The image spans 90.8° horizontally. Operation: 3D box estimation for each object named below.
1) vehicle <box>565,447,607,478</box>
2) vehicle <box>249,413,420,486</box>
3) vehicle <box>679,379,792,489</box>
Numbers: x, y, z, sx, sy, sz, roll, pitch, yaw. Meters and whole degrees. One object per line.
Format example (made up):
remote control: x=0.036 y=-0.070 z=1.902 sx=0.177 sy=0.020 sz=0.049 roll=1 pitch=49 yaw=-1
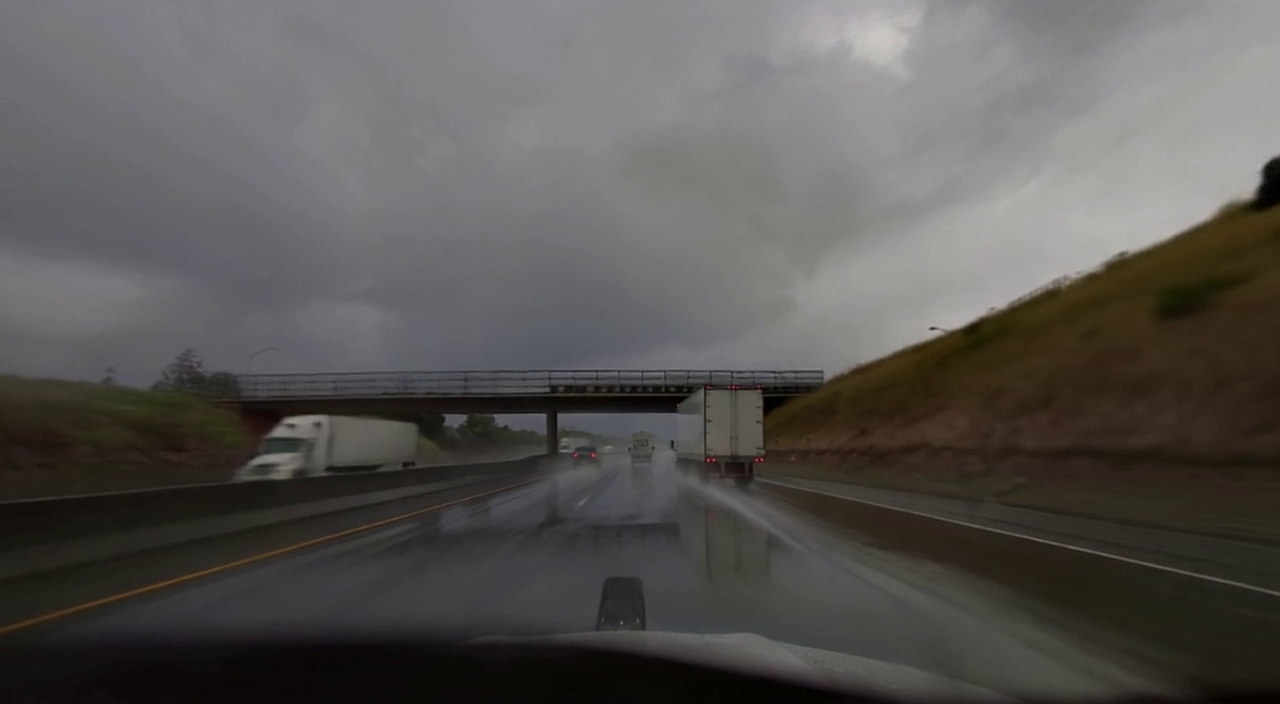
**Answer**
vehicle: x=-2.998 y=6.229 z=35.893 sx=2.007 sy=1.647 sz=3.854 roll=0 pitch=-9 yaw=1
vehicle: x=-18.996 y=6.433 z=41.643 sx=2.894 sy=3.819 sz=16.777 roll=0 pitch=-9 yaw=0
vehicle: x=4.016 y=4.292 z=31.607 sx=3.131 sy=4.037 sz=16.729 roll=0 pitch=-9 yaw=0
